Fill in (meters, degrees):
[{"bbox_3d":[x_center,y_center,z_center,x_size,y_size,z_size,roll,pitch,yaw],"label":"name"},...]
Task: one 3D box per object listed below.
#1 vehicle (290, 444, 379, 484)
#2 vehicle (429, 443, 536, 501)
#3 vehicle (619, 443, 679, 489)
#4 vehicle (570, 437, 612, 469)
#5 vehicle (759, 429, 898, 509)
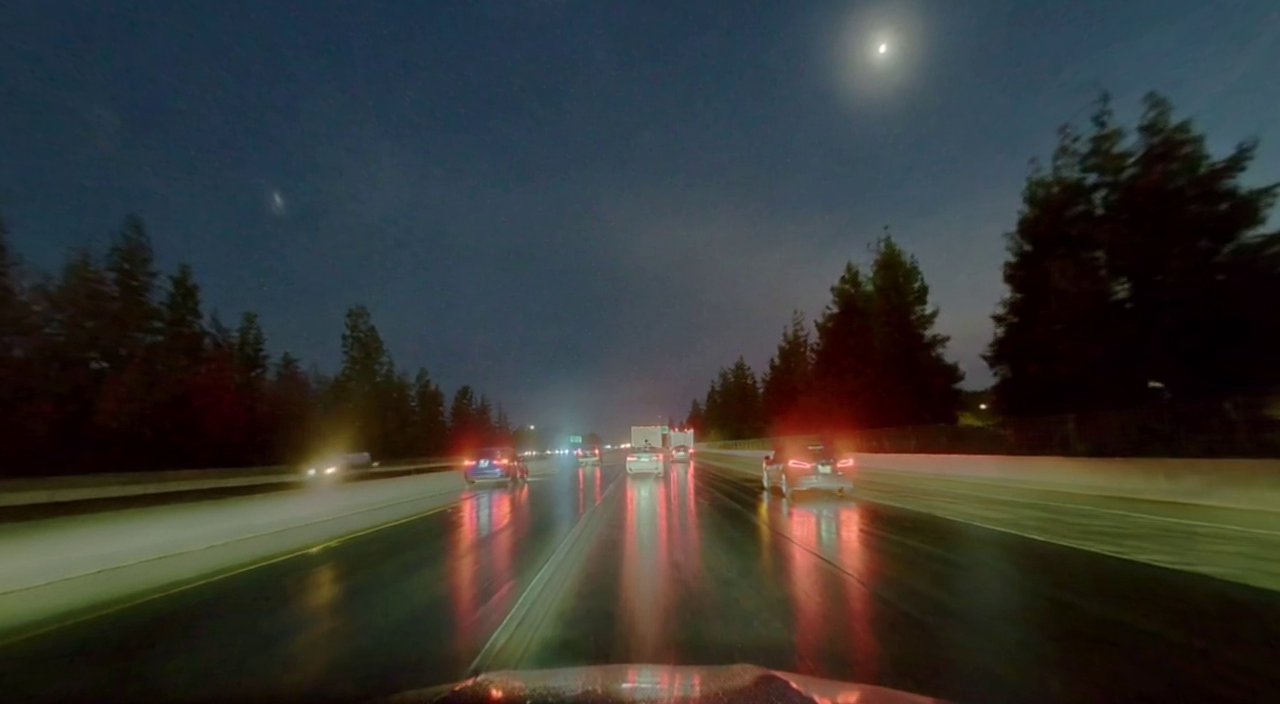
[{"bbox_3d":[-16.056,5.898,33.312,2.126,1.959,4.926,-1,-9,1],"label":"vehicle"},{"bbox_3d":[-4.481,3.484,18.589,1.967,1.473,4.439,0,-9,1],"label":"vehicle"},{"bbox_3d":[0.310,4.213,23.502,2.015,1.526,4.286,0,-9,0],"label":"vehicle"},{"bbox_3d":[-3.197,6.745,41.780,2.230,1.973,4.403,-1,-9,2],"label":"vehicle"},{"bbox_3d":[4.337,2.777,15.235,2.018,1.639,4.149,0,-9,-1],"label":"vehicle"}]
